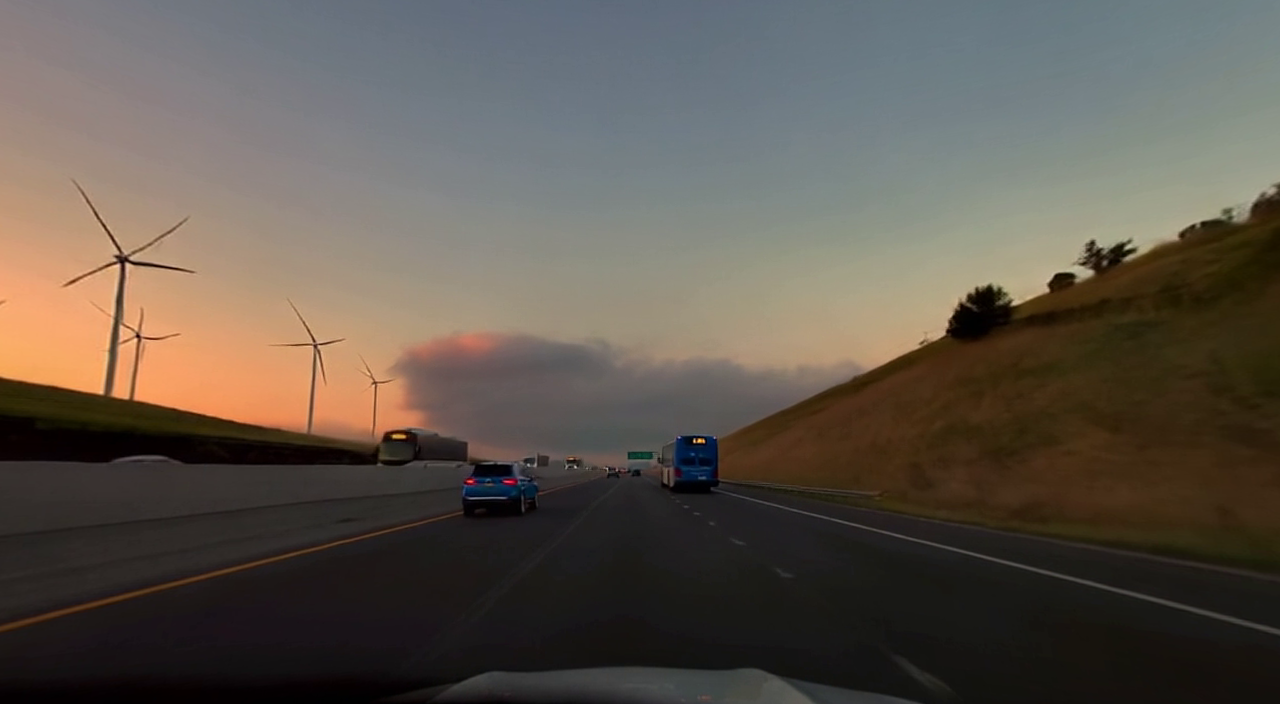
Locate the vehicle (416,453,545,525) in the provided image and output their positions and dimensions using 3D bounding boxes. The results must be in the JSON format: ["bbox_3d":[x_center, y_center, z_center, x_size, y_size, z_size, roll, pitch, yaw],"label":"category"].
[{"bbox_3d":[-3.950,3.516,16.482,2.213,1.568,4.274,1,-11,0],"label":"vehicle"}]

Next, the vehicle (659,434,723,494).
[{"bbox_3d":[3.361,8.214,45.895,2.941,3.574,14.463,1,-11,-2],"label":"vehicle"}]
